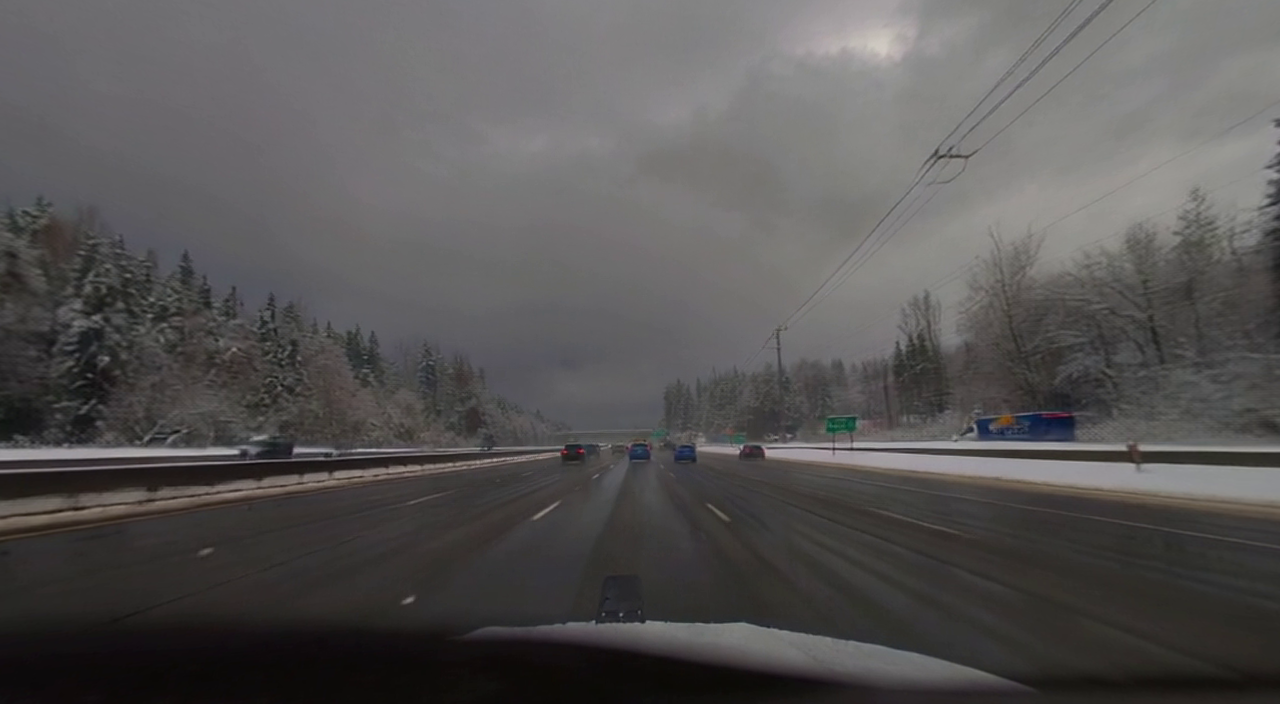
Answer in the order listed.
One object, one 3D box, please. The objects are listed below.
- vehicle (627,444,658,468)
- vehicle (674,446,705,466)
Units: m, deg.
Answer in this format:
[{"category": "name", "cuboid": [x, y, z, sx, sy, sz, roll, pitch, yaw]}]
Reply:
[{"category": "vehicle", "cuboid": [0.165, 7.372, 44.768, 2.066, 1.562, 4.198, 0, -9, 0]}, {"category": "vehicle", "cuboid": [3.772, 8.011, 48.597, 2.076, 1.506, 4.050, 0, -9, 0]}]
